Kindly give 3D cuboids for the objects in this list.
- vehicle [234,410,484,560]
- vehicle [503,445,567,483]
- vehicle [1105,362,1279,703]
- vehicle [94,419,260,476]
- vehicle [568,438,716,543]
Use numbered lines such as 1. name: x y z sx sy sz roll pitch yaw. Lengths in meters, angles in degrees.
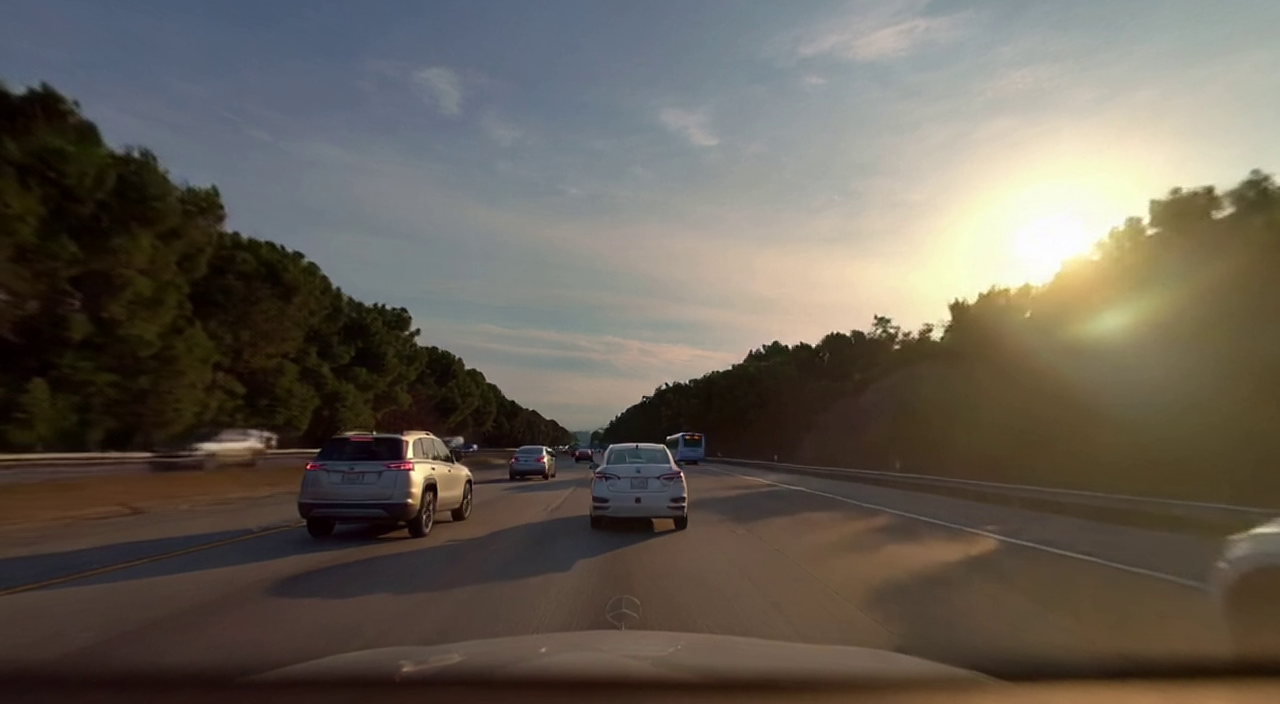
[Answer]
1. vehicle: -3.756 1.856 9.398 1.830 1.703 4.142 0 -9 -1
2. vehicle: -4.427 4.786 27.143 2.122 1.491 3.800 0 -9 -1
3. vehicle: 3.741 0.705 1.474 1.996 1.688 4.207 0 -9 -1
4. vehicle: -13.267 2.794 18.436 1.780 1.470 4.118 0 -9 -2
5. vehicle: -0.035 2.316 11.177 2.120 1.478 4.179 0 -9 -2
